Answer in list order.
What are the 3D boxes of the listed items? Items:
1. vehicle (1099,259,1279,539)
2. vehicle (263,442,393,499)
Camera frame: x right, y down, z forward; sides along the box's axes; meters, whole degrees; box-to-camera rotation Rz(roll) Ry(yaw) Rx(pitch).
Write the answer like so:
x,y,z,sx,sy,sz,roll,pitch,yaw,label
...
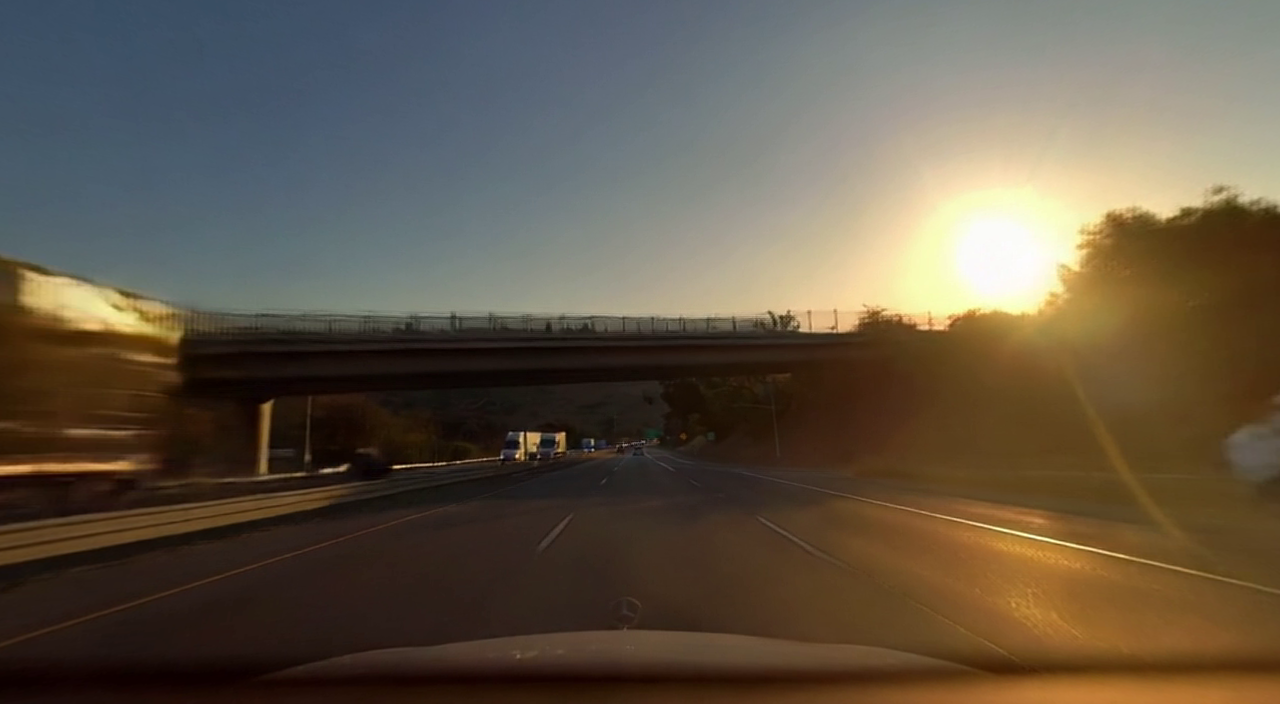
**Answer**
x,y,z,sx,sy,sz,roll,pitch,yaw,label
10.787,0.684,9.167,2.952,4.015,6.438,0,-9,-1,vehicle
-11.799,4.496,24.262,2.333,1.934,5.297,0,-9,0,vehicle
